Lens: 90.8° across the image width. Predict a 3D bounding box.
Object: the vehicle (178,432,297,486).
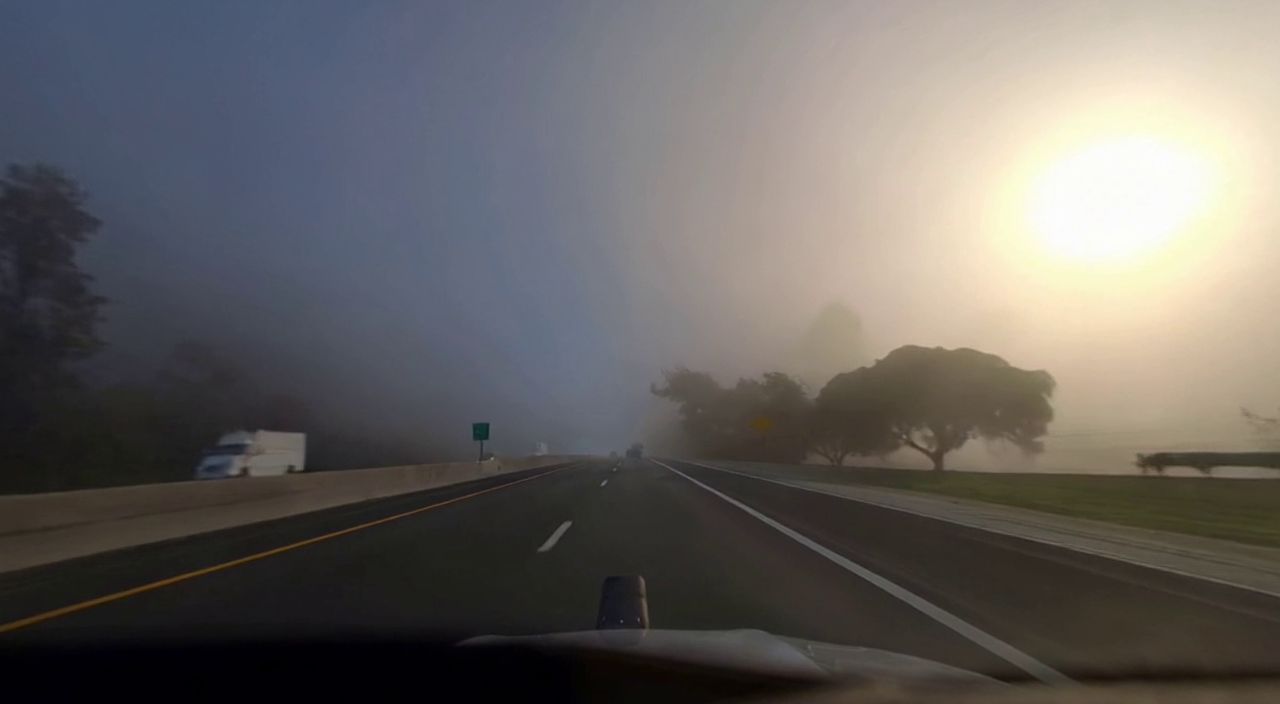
[{"bbox_3d":[-20.982,5.586,33.297,2.382,2.549,5.609,0,-9,1],"label":"vehicle"}]
